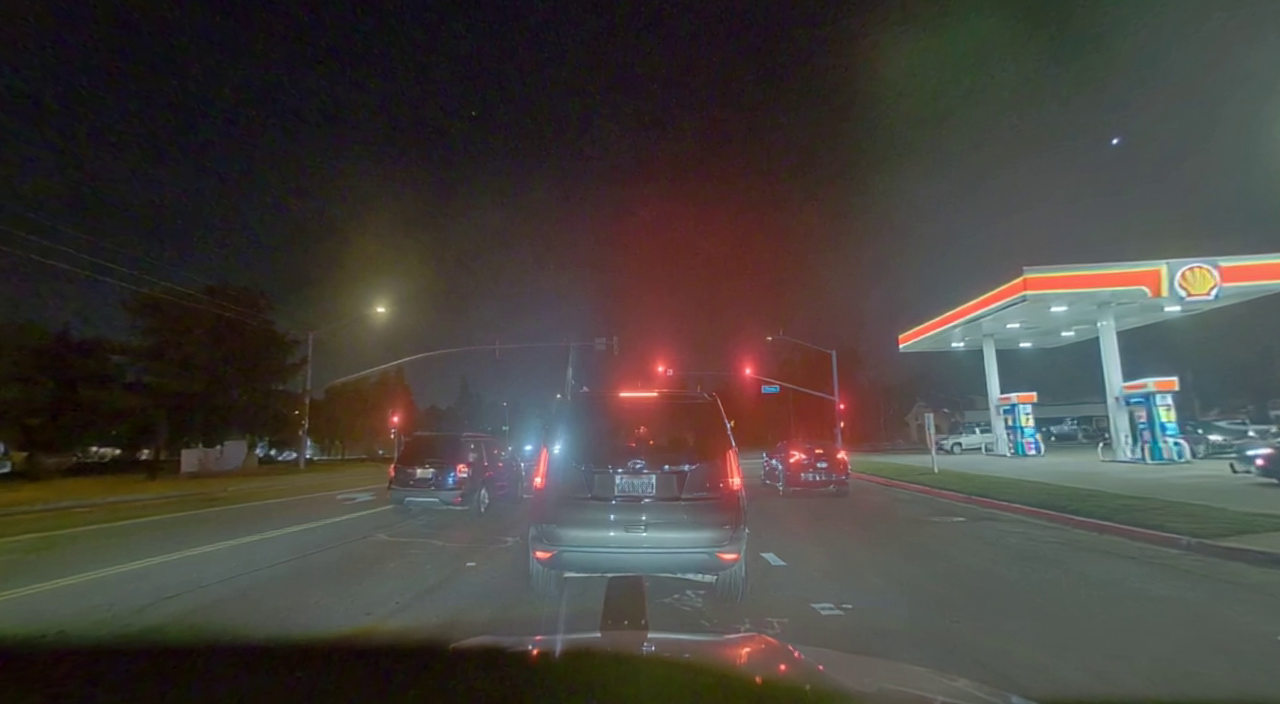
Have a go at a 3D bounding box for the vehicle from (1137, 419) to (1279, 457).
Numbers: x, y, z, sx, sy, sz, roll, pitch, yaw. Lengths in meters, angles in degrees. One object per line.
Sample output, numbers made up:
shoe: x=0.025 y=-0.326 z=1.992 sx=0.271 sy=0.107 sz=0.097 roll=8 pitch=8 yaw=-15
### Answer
vehicle: x=25.935 y=3.954 z=28.787 sx=4.551 sy=1.616 sz=1.973 roll=-2 pitch=-9 yaw=11

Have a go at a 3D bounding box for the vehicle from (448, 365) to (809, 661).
vehicle: x=0.013 y=1.314 z=6.148 sx=2.236 sy=1.819 sz=4.291 roll=-1 pitch=-9 yaw=3

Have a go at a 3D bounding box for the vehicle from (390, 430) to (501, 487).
vehicle: x=-6.649 y=3.702 z=22.157 sx=2.065 sy=1.753 sz=4.525 roll=-1 pitch=-9 yaw=6
